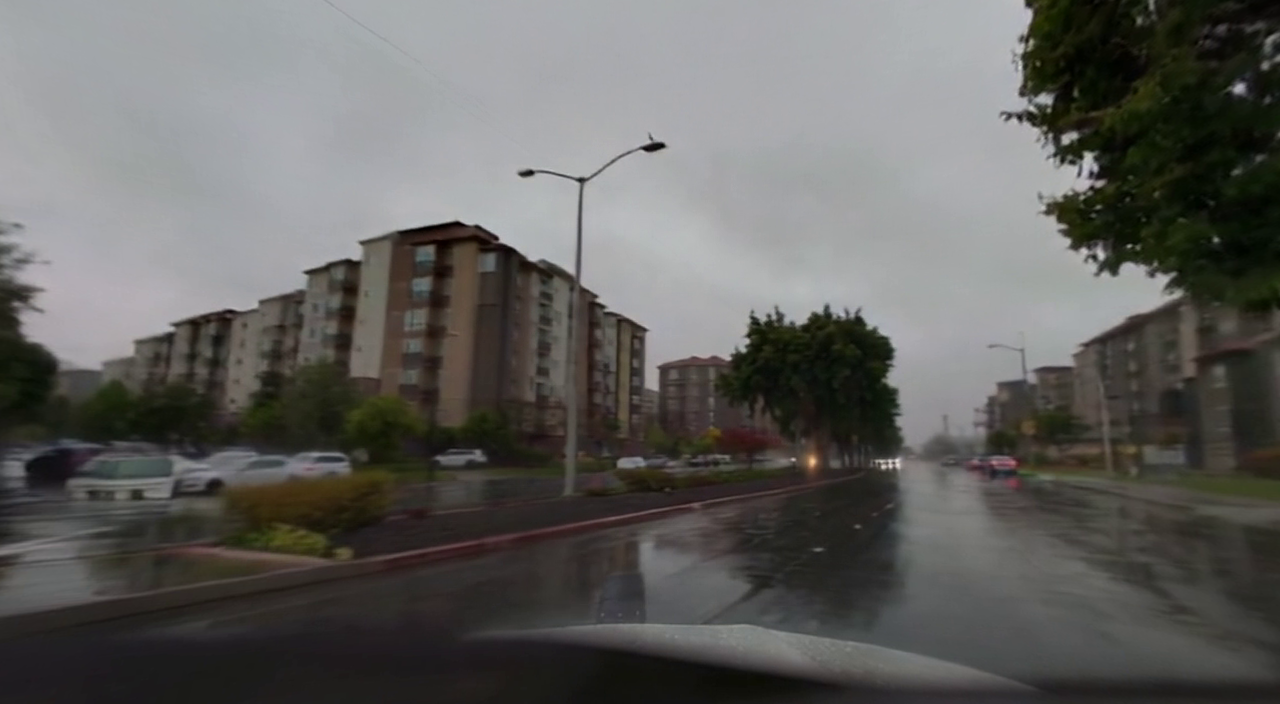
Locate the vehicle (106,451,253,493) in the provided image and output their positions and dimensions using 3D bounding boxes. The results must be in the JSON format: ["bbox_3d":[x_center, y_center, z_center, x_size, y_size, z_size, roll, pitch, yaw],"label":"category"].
[{"bbox_3d":[-18.557,4.868,25.701,1.933,1.479,4.718,-4,-11,10],"label":"vehicle"}]

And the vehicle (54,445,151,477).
[{"bbox_3d":[-26.620,5.353,31.182,4.220,1.450,2.086,-4,-10,27],"label":"vehicle"}]

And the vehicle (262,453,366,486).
[{"bbox_3d":[-16.396,5.890,31.894,1.816,1.496,4.384,-4,-10,25],"label":"vehicle"}]

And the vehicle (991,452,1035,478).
[{"bbox_3d":[28.827,8.688,48.757,2.241,1.877,4.810,-4,-9,23],"label":"vehicle"}]
